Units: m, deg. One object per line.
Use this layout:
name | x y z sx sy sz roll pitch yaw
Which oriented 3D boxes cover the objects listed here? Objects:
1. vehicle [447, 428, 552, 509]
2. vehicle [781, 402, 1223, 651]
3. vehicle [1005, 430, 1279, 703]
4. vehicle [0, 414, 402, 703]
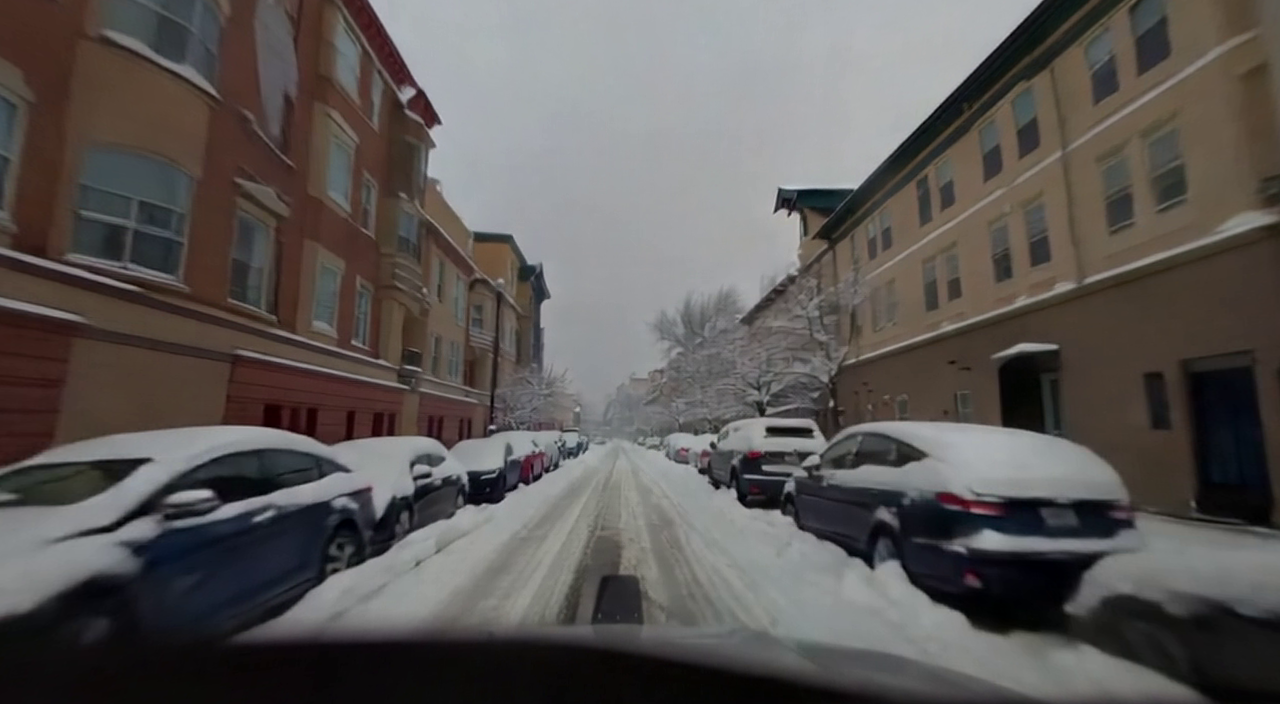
vehicle | -3.509 2.904 16.568 1.880 1.608 4.729 -2 -5 -3
vehicle | 3.072 1.538 6.789 2.032 1.684 4.564 2 -8 -1
vehicle | 3.246 0.994 1.924 1.809 1.444 3.882 2 -8 -3
vehicle | -3.293 1.280 4.298 2.016 1.594 4.146 -2 -6 -4
